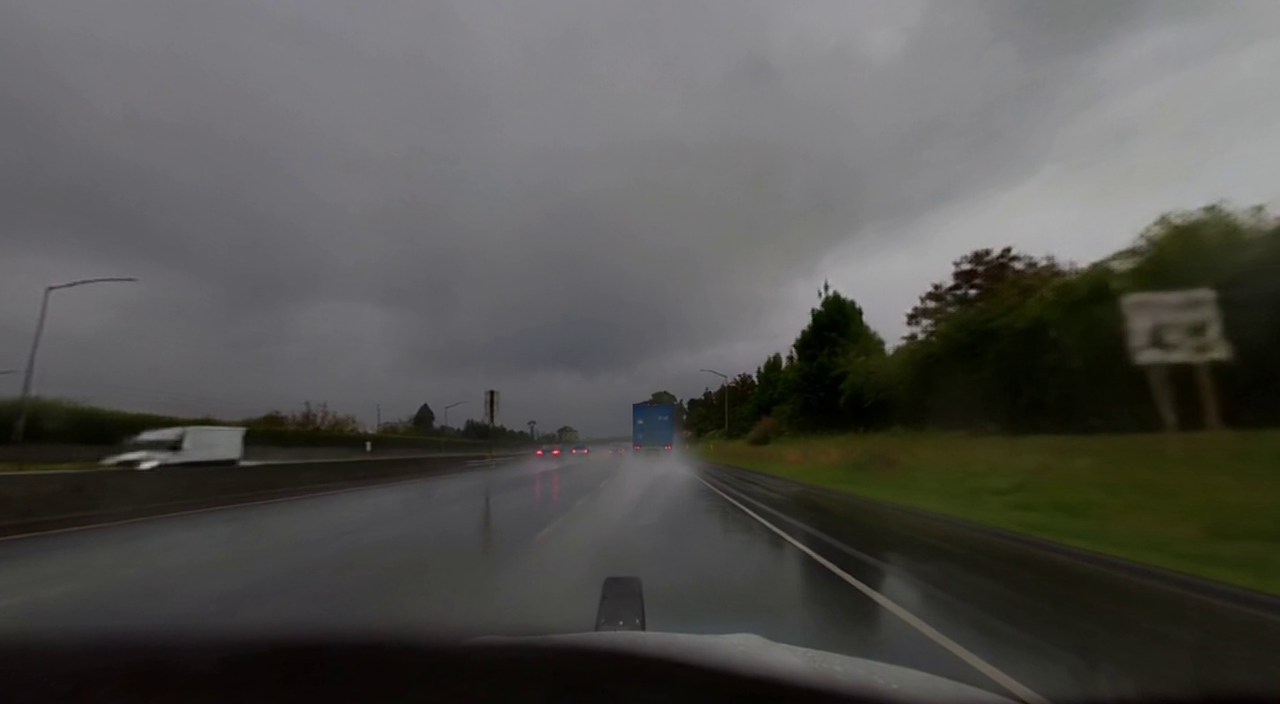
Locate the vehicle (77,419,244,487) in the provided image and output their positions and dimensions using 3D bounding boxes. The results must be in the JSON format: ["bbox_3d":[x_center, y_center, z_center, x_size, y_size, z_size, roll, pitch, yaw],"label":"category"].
[{"bbox_3d":[-20.153,4.264,26.981,2.292,2.558,5.893,0,-8,1],"label":"vehicle"}]

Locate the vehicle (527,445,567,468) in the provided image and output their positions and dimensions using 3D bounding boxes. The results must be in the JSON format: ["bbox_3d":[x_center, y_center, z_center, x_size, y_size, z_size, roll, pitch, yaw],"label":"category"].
[{"bbox_3d":[-6.470,7.321,44.426,2.017,1.517,4.766,0,-8,1],"label":"vehicle"}]
